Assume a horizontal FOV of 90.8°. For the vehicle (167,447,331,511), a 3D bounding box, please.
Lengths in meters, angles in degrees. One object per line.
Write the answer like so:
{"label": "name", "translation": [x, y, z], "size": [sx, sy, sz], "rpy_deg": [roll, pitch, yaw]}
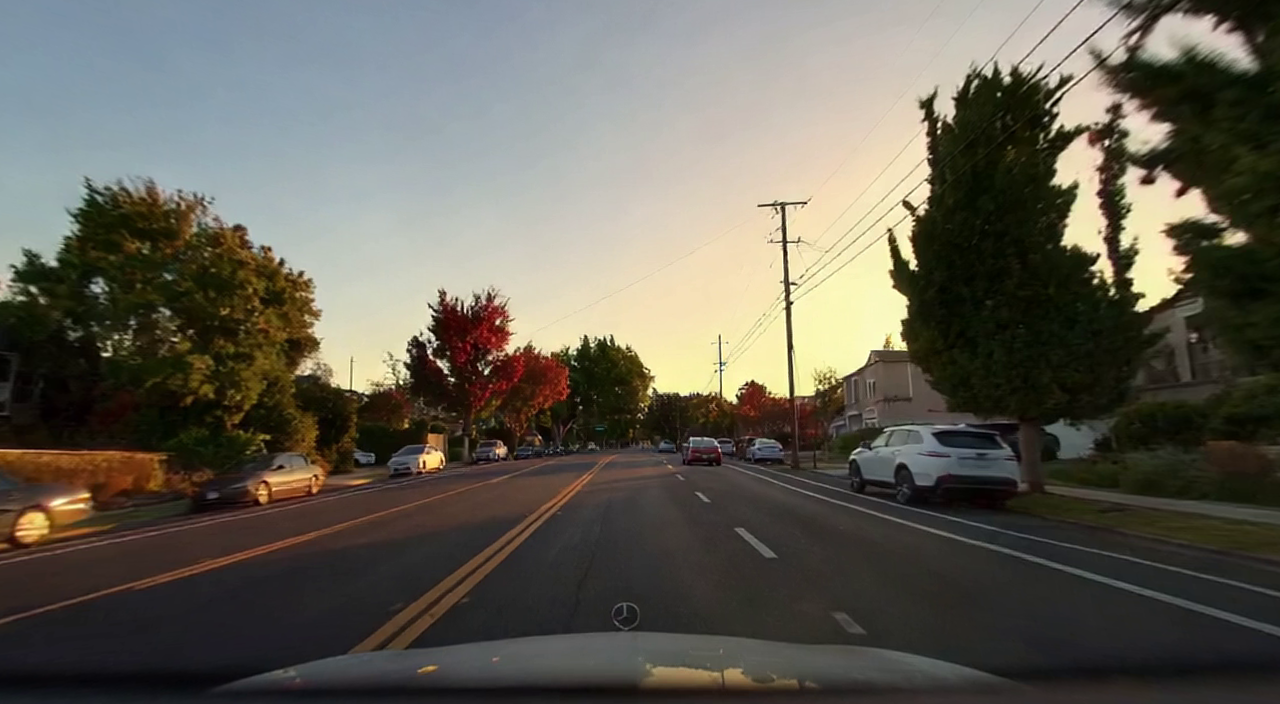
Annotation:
{"label": "vehicle", "translation": [-11.298, 3.659, 18.752], "size": [1.916, 1.612, 4.700], "rpy_deg": [0, -8, -1]}

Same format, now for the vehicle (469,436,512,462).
{"label": "vehicle", "translation": [-11.471, 7.467, 48.851], "size": [2.181, 1.920, 4.570], "rpy_deg": [0, -8, 0]}

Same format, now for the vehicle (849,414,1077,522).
{"label": "vehicle", "translation": [7.581, 2.802, 15.956], "size": [2.175, 2.157, 6.330], "rpy_deg": [0, -8, -2]}

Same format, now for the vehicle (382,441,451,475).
{"label": "vehicle", "translation": [-11.516, 5.475, 32.955], "size": [1.953, 1.649, 4.648], "rpy_deg": [0, -8, -1]}

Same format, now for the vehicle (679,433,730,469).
{"label": "vehicle", "translation": [3.130, 4.892, 31.395], "size": [1.951, 1.620, 4.582], "rpy_deg": [0, -8, -1]}

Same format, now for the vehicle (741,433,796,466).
{"label": "vehicle", "translation": [7.585, 5.814, 37.789], "size": [2.071, 1.793, 5.072], "rpy_deg": [0, -8, -1]}
